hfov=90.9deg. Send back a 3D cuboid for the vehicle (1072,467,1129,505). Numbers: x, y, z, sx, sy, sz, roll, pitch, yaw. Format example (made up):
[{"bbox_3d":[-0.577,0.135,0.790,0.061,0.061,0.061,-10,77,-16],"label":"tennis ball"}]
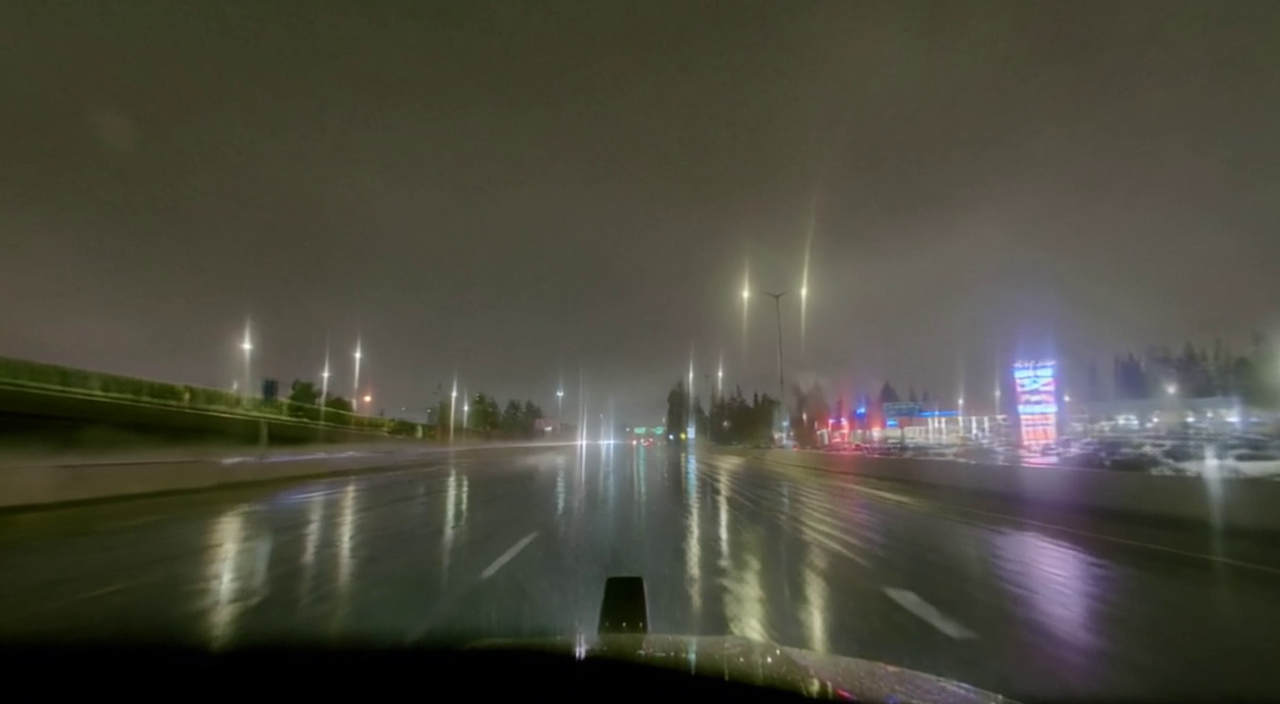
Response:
[{"bbox_3d":[19.819,5.705,27.118,1.677,1.342,3.266,-7,-10,39],"label":"vehicle"}]

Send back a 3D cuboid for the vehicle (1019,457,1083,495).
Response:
[{"bbox_3d":[21.107,6.283,32.316,1.846,1.635,4.513,-7,-11,43],"label":"vehicle"}]
